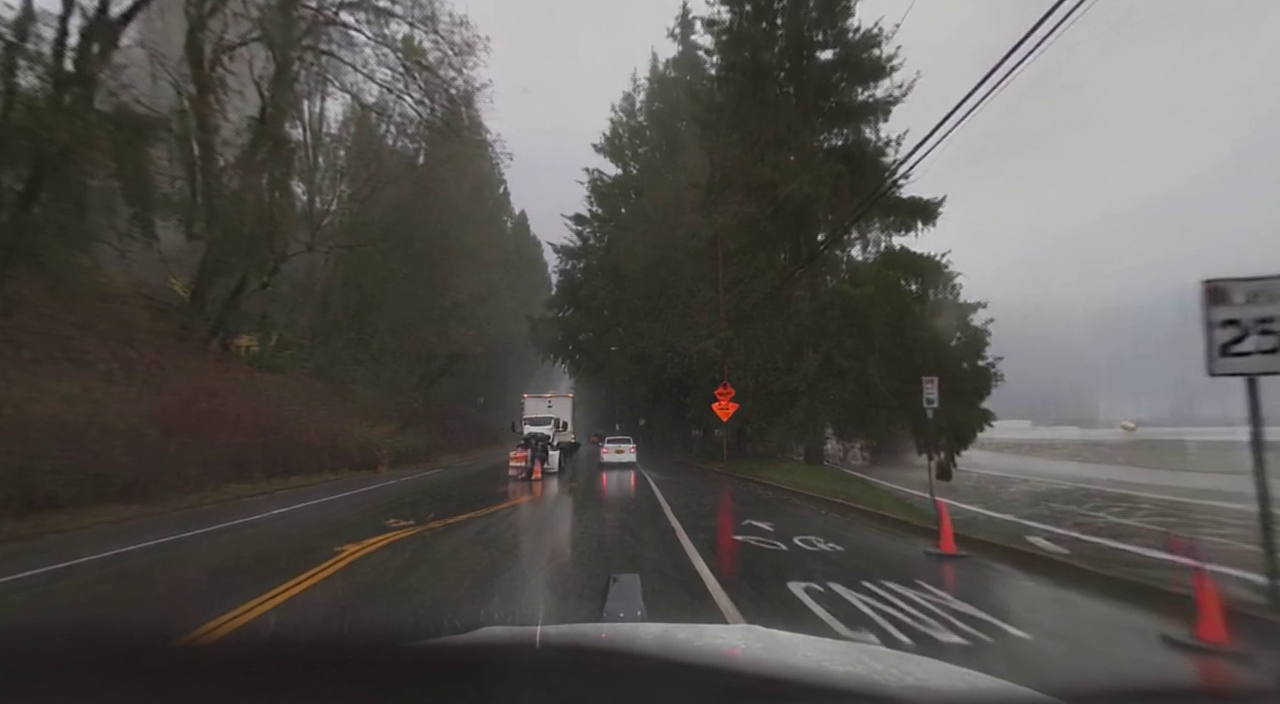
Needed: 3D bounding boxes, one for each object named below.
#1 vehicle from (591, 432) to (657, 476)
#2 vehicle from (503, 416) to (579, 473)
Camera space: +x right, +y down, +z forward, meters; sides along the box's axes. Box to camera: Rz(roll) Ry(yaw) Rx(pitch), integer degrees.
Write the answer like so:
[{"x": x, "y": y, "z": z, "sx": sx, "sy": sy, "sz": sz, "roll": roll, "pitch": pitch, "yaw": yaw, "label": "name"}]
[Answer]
[{"x": -0.619, "y": 3.722, "z": 23.325, "sx": 2.186, "sy": 1.463, "sz": 4.356, "roll": 0, "pitch": -8, "yaw": -2, "label": "vehicle"}, {"x": -3.897, "y": 3.783, "z": 25.864, "sx": 2.671, "sy": 2.053, "sz": 6.074, "roll": 1, "pitch": -8, "yaw": -6, "label": "vehicle"}]
